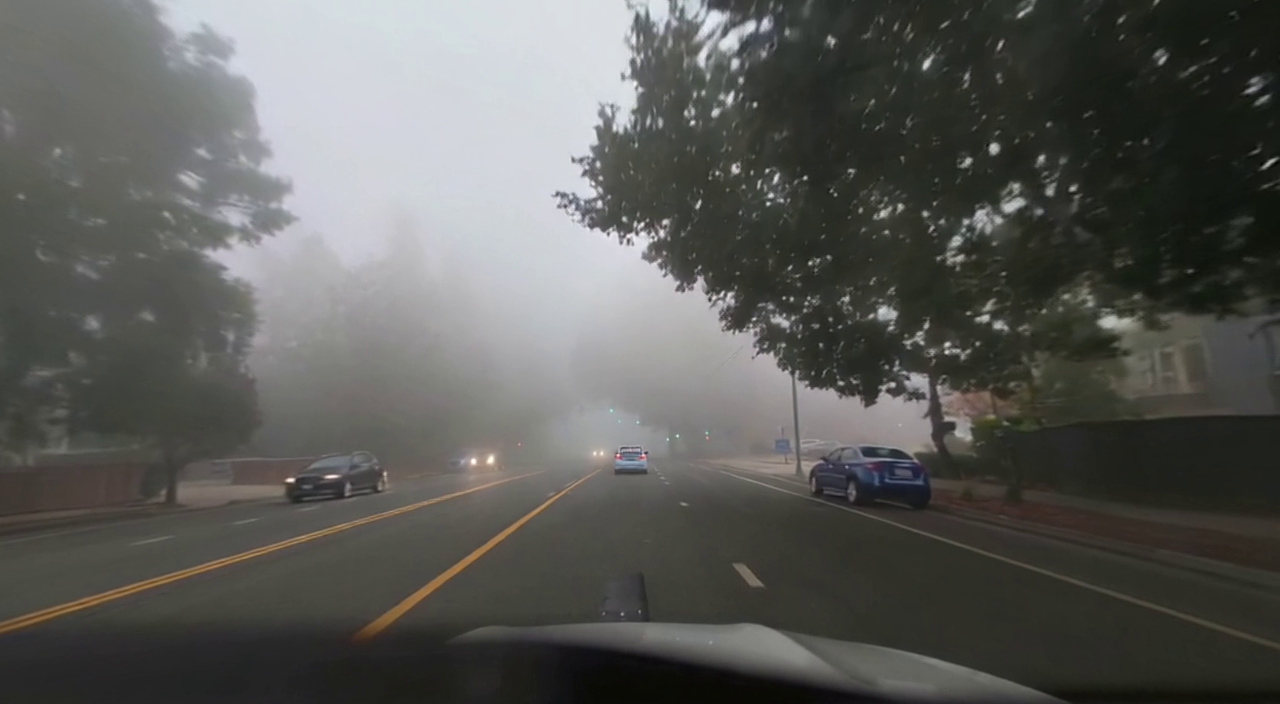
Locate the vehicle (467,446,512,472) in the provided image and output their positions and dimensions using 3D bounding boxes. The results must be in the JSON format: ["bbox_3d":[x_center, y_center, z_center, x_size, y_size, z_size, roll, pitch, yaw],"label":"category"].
[{"bbox_3d":[-10.043,7.134,42.433,1.945,1.629,4.197,0,-9,0],"label":"vehicle"}]

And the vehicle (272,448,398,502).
[{"bbox_3d":[-9.825,3.968,20.810,1.992,1.547,4.292,0,-9,0],"label":"vehicle"}]

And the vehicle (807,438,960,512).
[{"bbox_3d":[5.732,2.935,15.531,1.926,1.555,4.106,0,-9,-3],"label":"vehicle"}]

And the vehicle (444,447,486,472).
[{"bbox_3d":[-13.448,8.246,48.686,1.957,1.754,4.393,0,-9,0],"label":"vehicle"}]

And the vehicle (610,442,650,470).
[{"bbox_3d":[-0.559,5.776,35.234,2.104,1.462,3.991,0,-9,-1],"label":"vehicle"}]
